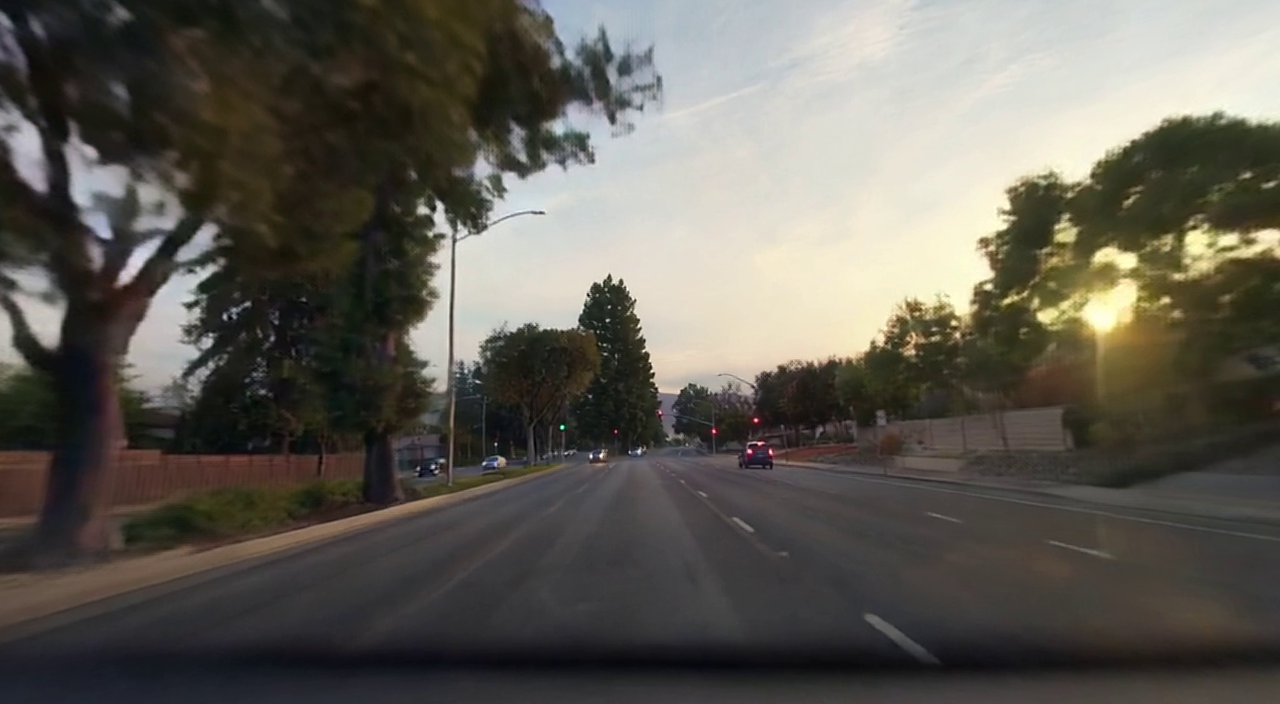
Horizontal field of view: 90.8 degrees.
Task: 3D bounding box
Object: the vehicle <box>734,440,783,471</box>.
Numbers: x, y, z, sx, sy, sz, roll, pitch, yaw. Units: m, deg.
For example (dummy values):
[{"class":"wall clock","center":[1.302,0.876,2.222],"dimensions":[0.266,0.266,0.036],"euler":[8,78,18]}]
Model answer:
[{"class":"vehicle","center":[6.873,6.055,37.109],"dimensions":[2.011,1.710,4.357],"euler":[0,-9,-1]}]
